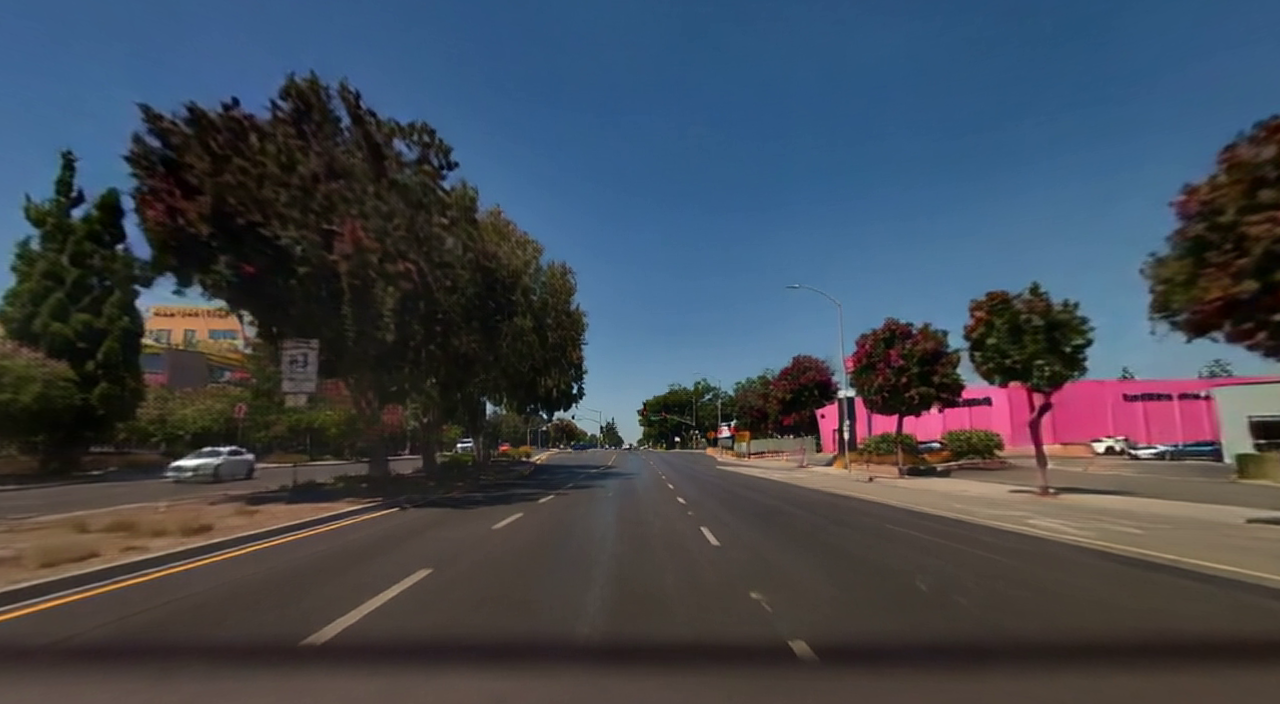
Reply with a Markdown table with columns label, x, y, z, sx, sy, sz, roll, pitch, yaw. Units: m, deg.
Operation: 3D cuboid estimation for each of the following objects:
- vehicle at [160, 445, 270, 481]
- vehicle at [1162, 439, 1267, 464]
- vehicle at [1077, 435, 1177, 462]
| label | x | y | z | sx | sy | sz | roll | pitch | yaw |
| --- | --- | --- | --- | --- | --- | --- | --- | --- | --- |
| vehicle | -18.805 | 4.884 | 28.178 | 1.859 | 1.443 | 4.466 | 0 | -8 | -1 |
| vehicle | 36.391 | 6.301 | 40.017 | 4.569 | 1.493 | 1.740 | -1 | -9 | 11 |
| vehicle | 36.187 | 7.158 | 46.977 | 5.218 | 1.927 | 2.387 | -1 | -9 | 10 |
